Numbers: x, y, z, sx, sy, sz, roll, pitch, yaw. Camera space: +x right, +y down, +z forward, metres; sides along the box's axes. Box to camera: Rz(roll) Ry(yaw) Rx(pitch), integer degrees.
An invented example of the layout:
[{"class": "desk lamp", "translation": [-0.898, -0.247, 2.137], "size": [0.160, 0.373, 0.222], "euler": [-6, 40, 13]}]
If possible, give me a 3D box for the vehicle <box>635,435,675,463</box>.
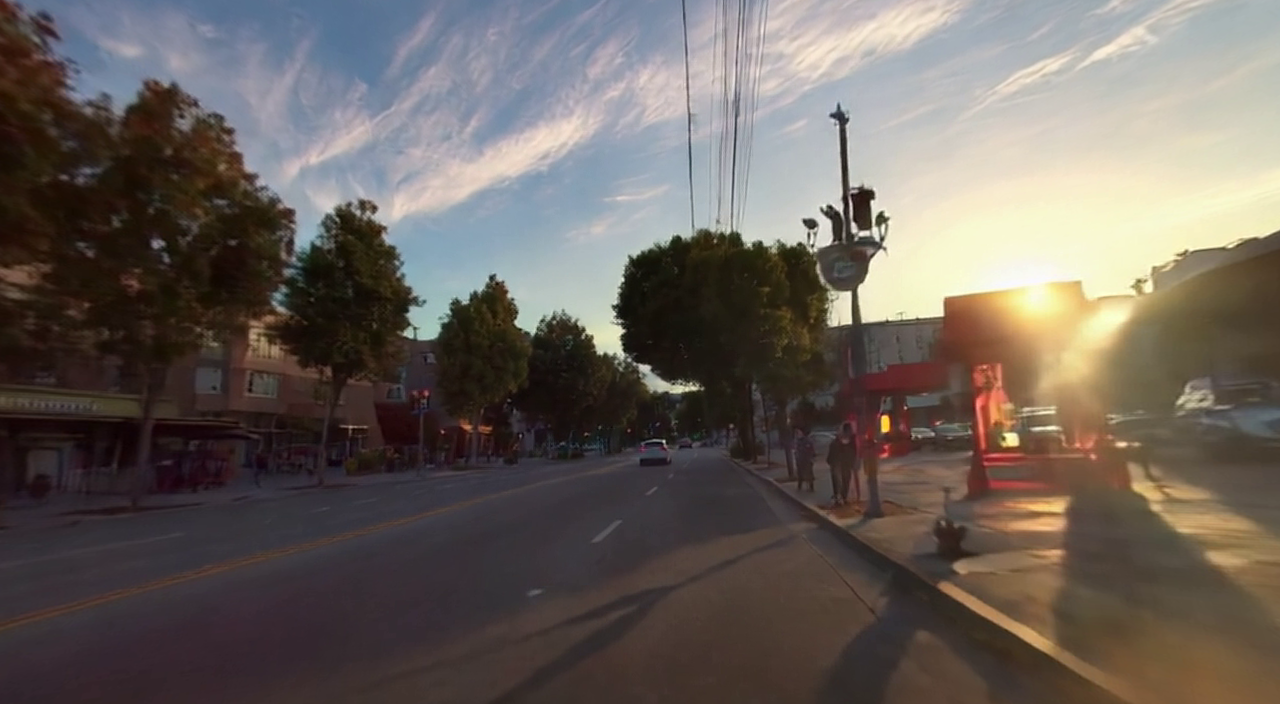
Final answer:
[{"class": "vehicle", "translation": [1.040, 6.385, 41.707], "size": [2.101, 1.721, 4.364], "euler": [-2, -8, 8]}]
